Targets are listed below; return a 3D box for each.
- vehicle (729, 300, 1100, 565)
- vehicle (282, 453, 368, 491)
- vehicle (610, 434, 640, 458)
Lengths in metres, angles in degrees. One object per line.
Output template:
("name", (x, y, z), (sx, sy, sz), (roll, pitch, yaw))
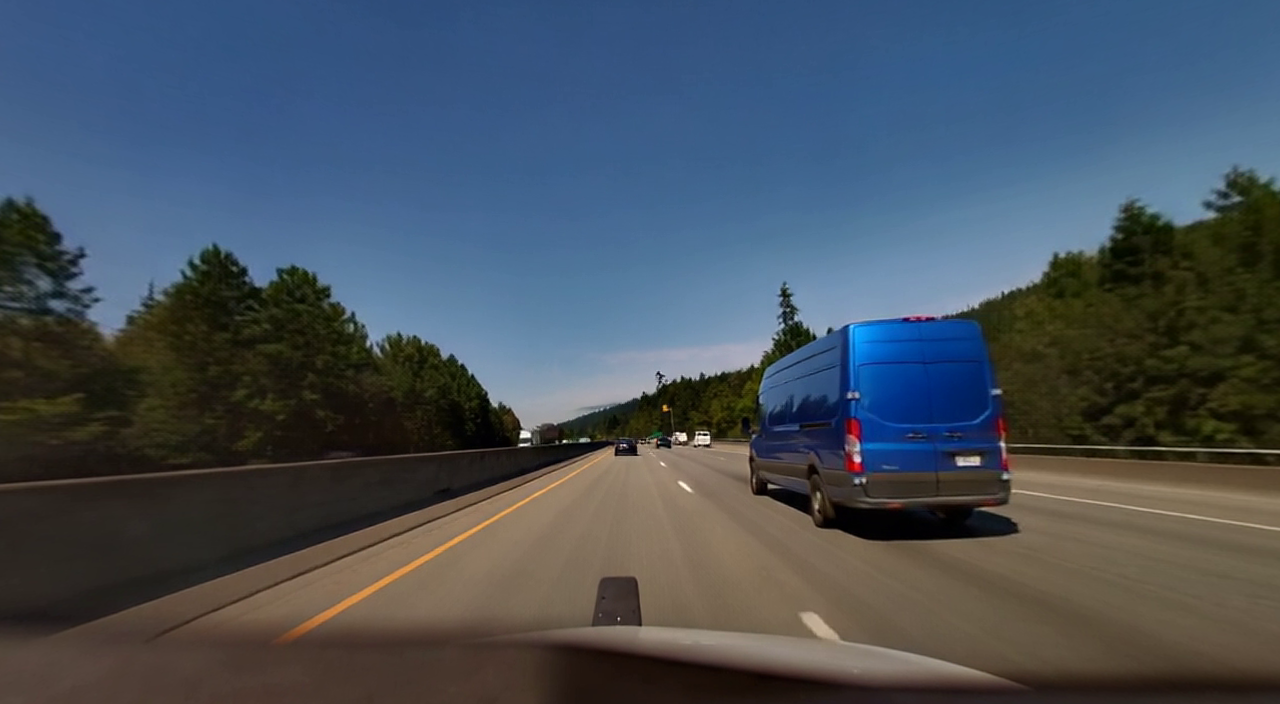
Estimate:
("vehicle", (3.177, 1.241, 9.799), (2.416, 2.595, 7.243), (0, -8, -1))
("vehicle", (-14.047, 5.349, 28.299), (1.826, 1.489, 3.940), (0, -8, 0))
("vehicle", (-0.976, 6.225, 41.753), (1.900, 1.524, 4.324), (0, -8, -1))
